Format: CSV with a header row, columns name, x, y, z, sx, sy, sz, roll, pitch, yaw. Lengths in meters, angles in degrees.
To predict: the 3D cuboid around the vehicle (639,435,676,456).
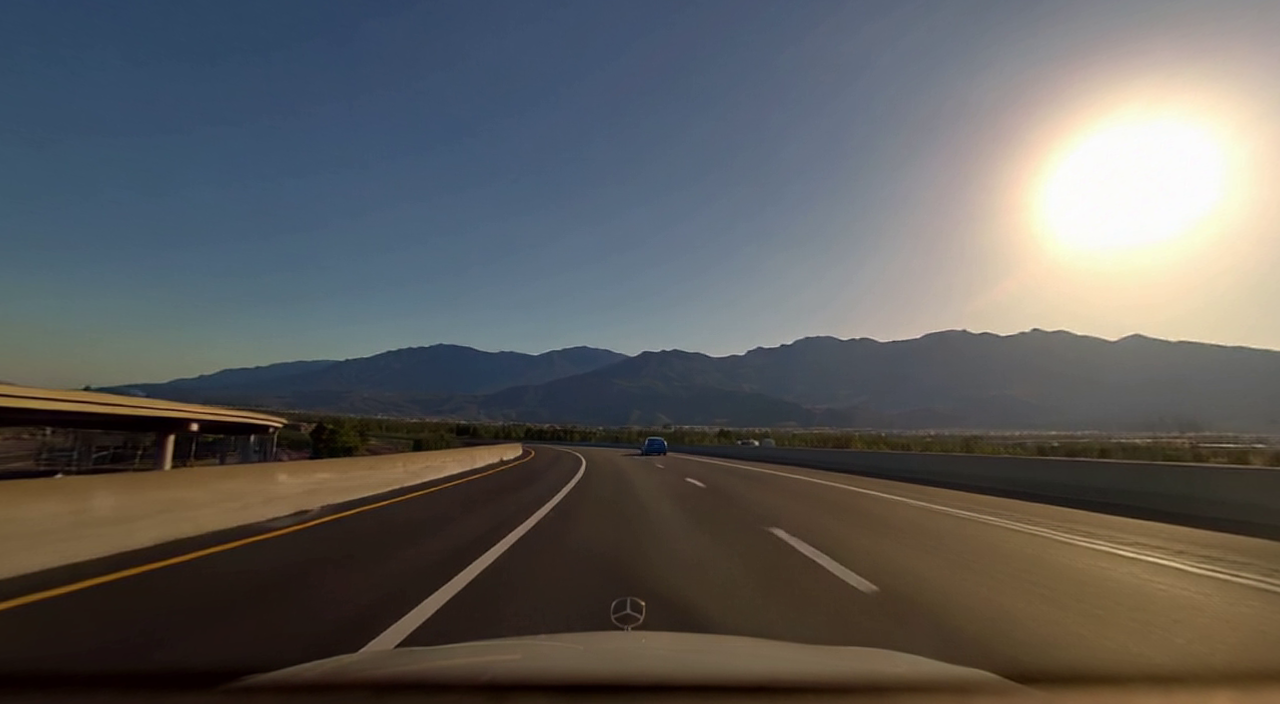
name,x,y,z,sx,sy,sz,roll,pitch,yaw
vehicle,1.202,6.890,46.350,1.985,1.440,4.466,1,-8,-8
